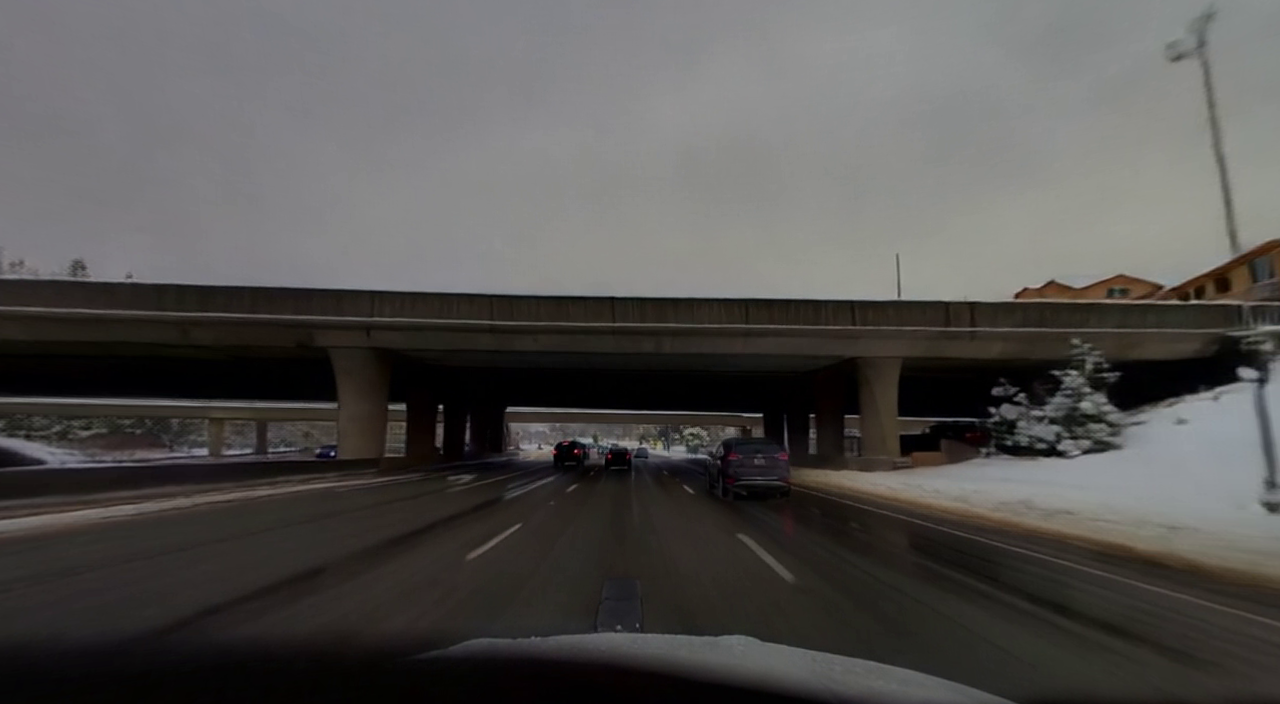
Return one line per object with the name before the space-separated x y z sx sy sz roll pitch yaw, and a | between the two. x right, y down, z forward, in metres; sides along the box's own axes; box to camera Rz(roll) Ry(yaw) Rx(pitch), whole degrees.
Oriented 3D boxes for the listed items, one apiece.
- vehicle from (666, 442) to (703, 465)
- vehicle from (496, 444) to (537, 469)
vehicle | 3.355 7.847 48.871 2.377 1.678 4.353 0 -8 -3
vehicle | -8.073 6.851 41.650 2.007 1.519 4.366 0 -8 -2
